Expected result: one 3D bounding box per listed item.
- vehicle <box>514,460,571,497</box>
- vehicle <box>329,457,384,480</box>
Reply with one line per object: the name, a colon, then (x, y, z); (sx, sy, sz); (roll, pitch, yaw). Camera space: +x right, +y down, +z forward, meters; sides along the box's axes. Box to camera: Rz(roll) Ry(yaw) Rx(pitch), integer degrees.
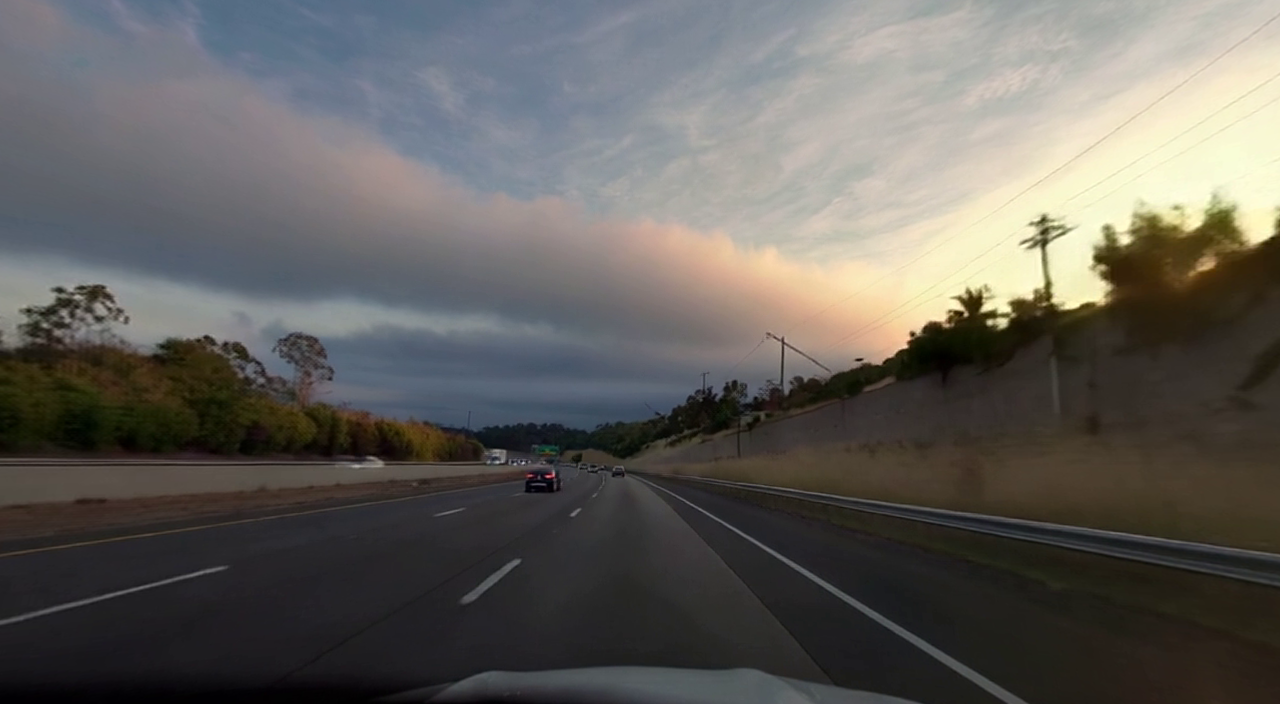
vehicle: (-4.940, 6.518, 32.625); (2.194, 1.704, 4.421); (1, -10, 0)
vehicle: (-20.551, 8.465, 45.880); (1.830, 1.506, 4.791); (1, -10, -1)
